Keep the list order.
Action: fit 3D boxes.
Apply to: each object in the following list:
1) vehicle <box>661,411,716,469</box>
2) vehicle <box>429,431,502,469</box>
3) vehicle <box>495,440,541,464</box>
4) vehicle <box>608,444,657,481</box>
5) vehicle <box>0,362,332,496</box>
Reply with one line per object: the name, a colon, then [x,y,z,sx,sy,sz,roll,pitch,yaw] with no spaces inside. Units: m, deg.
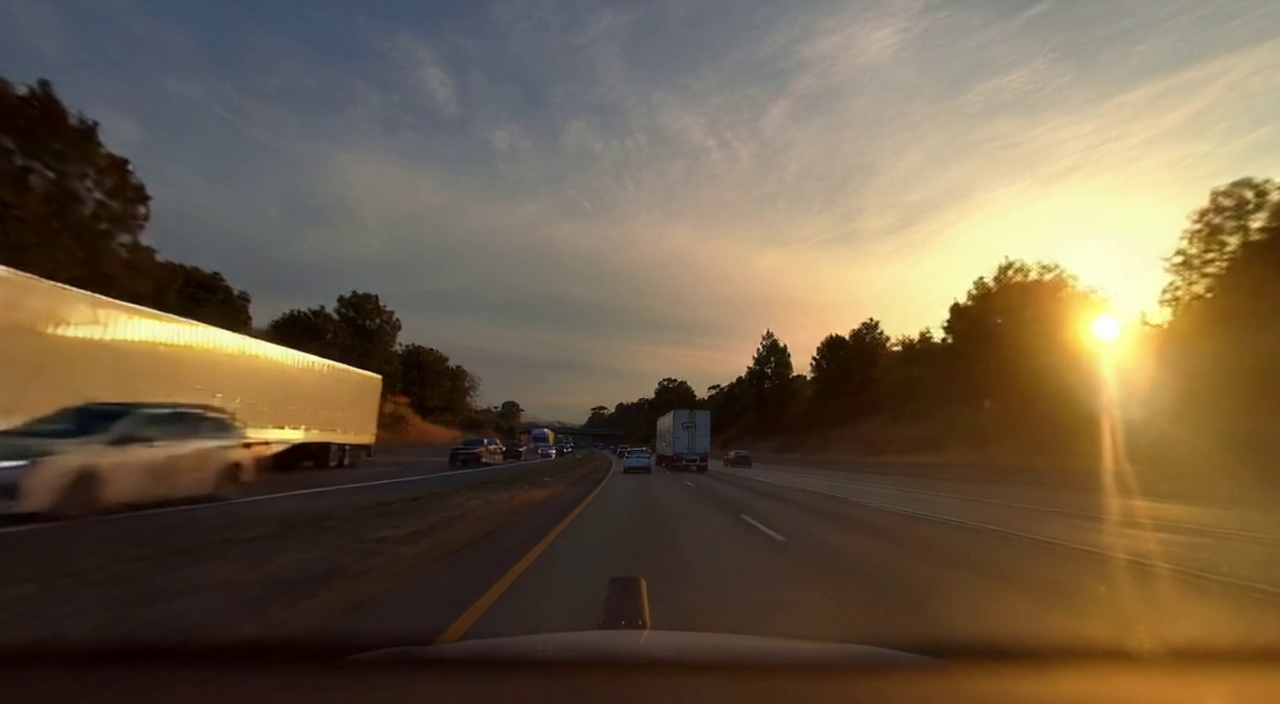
vehicle: [3.576,7.101,49.988,2.931,4.009,12.800,0,-9,-2]
vehicle: [-7.327,4.201,26.885,1.928,1.473,4.170,0,-9,-1]
vehicle: [-7.789,6.424,40.647,2.183,1.457,3.987,0,-9,0]
vehicle: [-0.372,5.179,29.618,2.111,1.599,3.859,0,-9,-1]
vehicle: [-8.041,1.444,11.181,2.382,1.802,5.288,0,-9,1]
